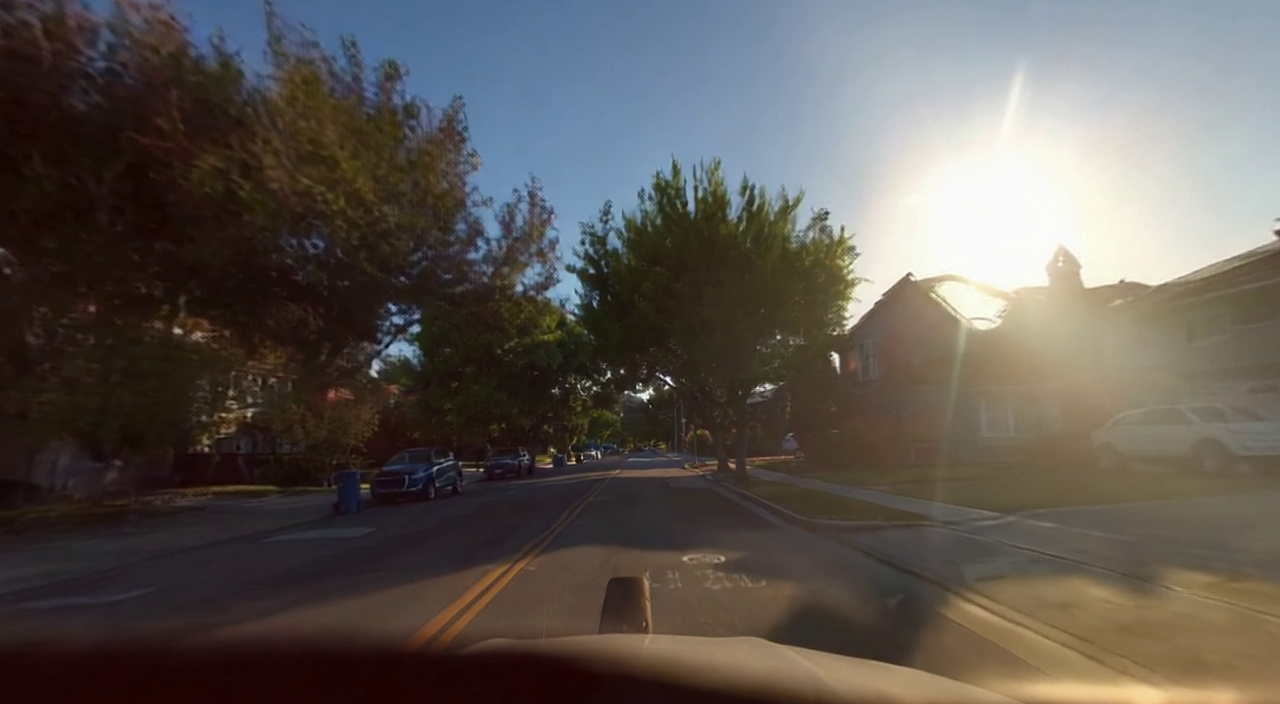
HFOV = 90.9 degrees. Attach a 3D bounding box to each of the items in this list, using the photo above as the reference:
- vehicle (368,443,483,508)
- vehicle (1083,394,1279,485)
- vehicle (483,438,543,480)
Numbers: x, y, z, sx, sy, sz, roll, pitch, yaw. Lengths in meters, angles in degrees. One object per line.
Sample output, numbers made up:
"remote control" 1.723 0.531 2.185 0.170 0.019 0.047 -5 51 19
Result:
"vehicle" -6.278 3.597 19.008 1.945 1.530 4.430 -4 -8 -1
"vehicle" 12.960 1.962 14.640 1.936 1.687 4.714 -5 -8 2
"vehicle" -6.377 5.395 32.211 2.169 1.871 4.762 -2 -8 -1
